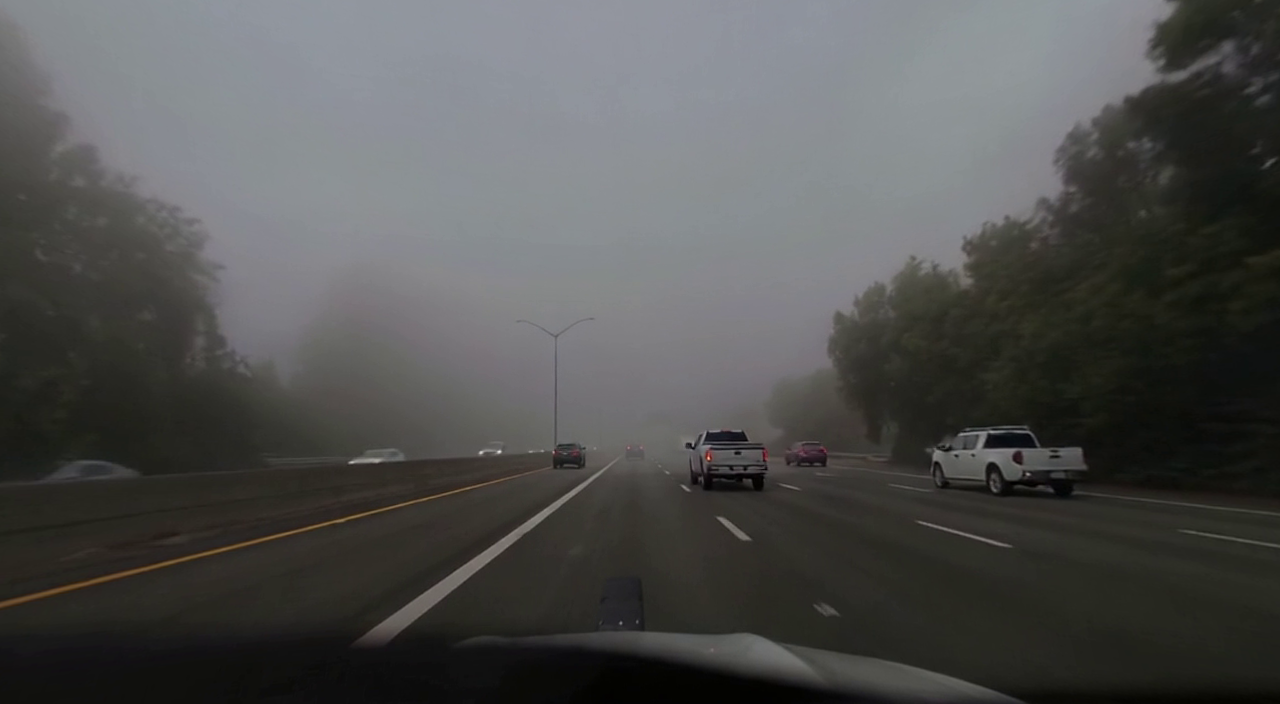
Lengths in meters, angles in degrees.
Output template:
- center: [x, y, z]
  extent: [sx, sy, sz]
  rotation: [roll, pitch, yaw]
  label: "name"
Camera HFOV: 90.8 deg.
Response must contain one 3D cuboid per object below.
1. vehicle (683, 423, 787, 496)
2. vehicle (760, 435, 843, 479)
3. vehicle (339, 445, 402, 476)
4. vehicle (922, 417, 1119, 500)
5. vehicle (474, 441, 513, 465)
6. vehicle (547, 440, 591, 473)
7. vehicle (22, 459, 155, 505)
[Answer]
- center: [2.636, 3.208, 19.197]
  extent: [2.200, 1.870, 5.649]
  rotation: [0, -9, -1]
  label: "vehicle"
- center: [6.534, 4.317, 26.198]
  extent: [2.105, 1.655, 4.652]
  rotation: [0, -9, -1]
  label: "vehicle"
- center: [-12.273, 4.937, 28.952]
  extent: [1.428, 1.305, 3.191]
  rotation: [0, -8, 0]
  label: "vehicle"
- center: [9.907, 2.829, 17.115]
  extent: [2.046, 1.873, 5.131]
  rotation: [0, -9, -1]
  label: "vehicle"
- center: [-9.008, 6.248, 39.072]
  extent: [1.669, 1.420, 3.479]
  rotation: [-1, -9, -1]
  label: "vehicle"
- center: [-3.883, 5.781, 35.144]
  extent: [1.992, 1.651, 4.185]
  rotation: [0, -9, 0]
  label: "vehicle"
- center: [-18.745, 4.396, 21.664]
  extent: [1.529, 1.344, 3.314]
  rotation: [0, -9, -1]
  label: "vehicle"
